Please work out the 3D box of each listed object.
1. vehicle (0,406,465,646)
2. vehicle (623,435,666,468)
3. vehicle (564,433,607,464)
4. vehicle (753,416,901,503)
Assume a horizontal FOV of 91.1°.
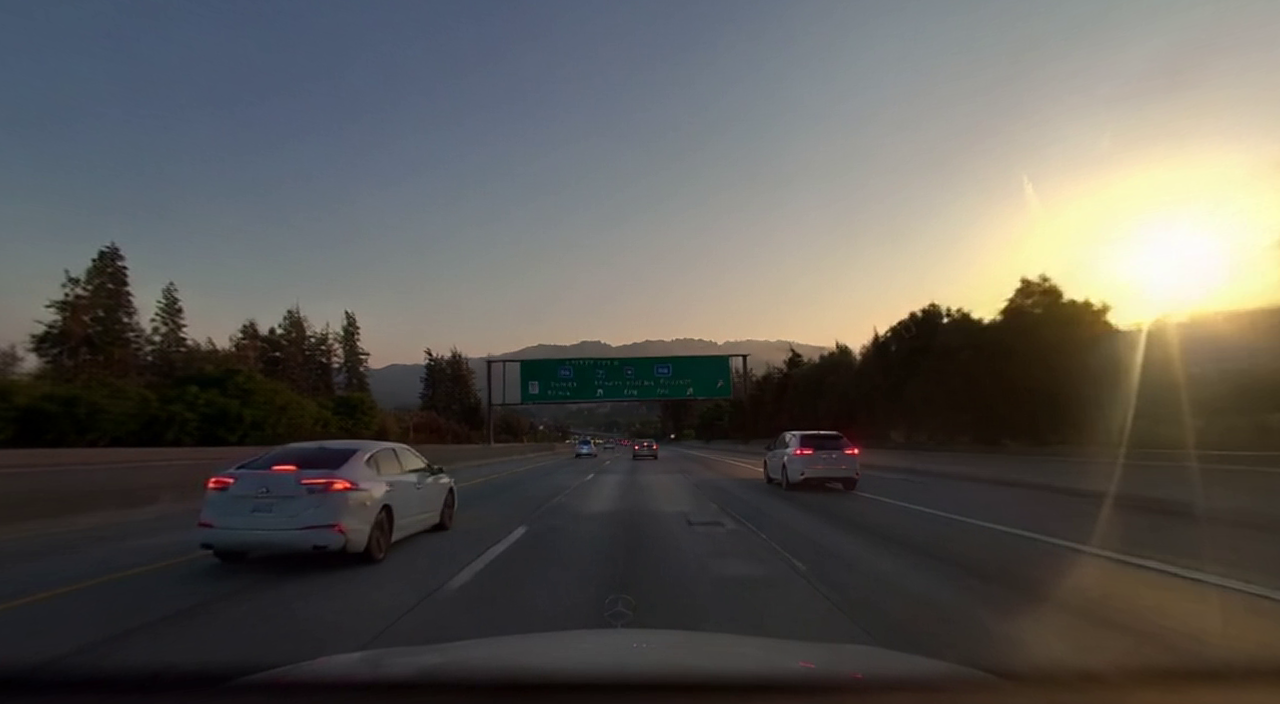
[{"bbox_3d":[-3.506,1.466,6.444,2.066,1.561,4.495,0,-8,1],"label":"vehicle"},{"bbox_3d":[0.240,4.982,31.706,2.049,1.542,3.816,0,-8,1],"label":"vehicle"},{"bbox_3d":[-3.090,5.610,36.544,2.044,1.682,4.201,-1,-8,2],"label":"vehicle"},{"bbox_3d":[4.081,2.429,14.595,2.025,1.707,4.279,0,-8,-1],"label":"vehicle"}]
